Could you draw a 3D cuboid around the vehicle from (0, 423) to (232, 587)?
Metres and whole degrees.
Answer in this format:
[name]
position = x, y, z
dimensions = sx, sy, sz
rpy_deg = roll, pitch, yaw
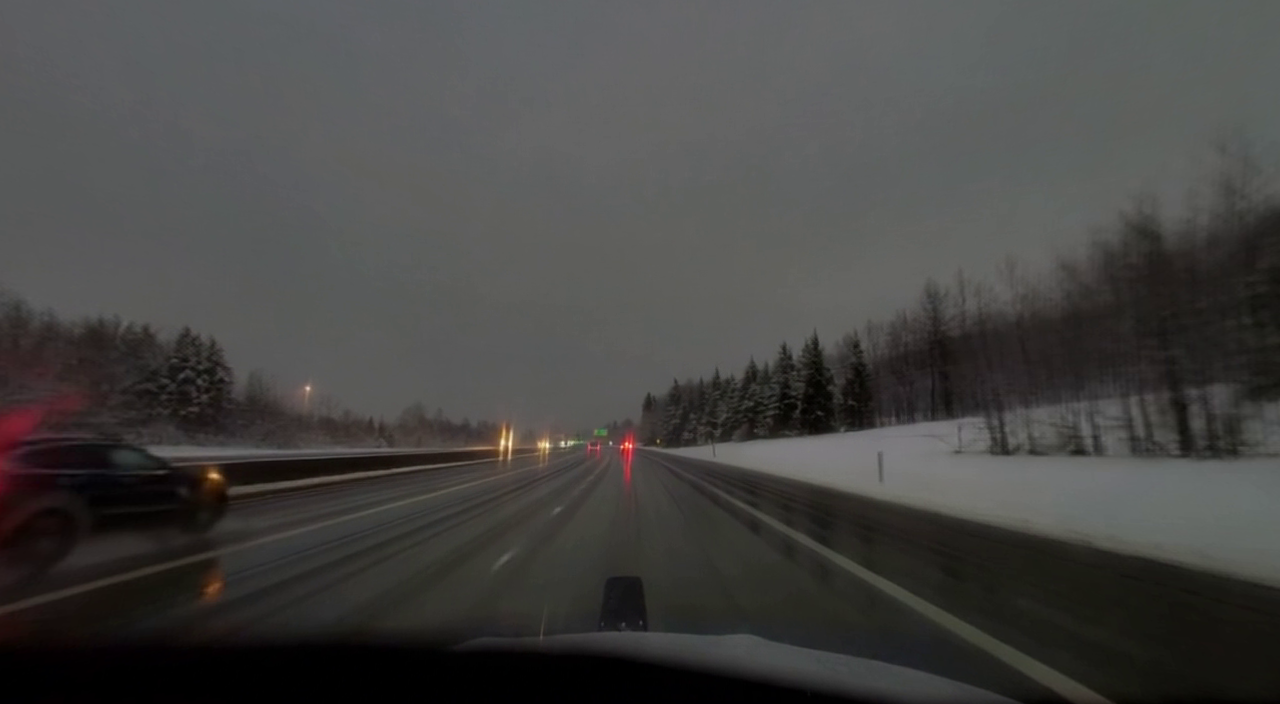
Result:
[vehicle]
position = -6.739, 1.508, 6.579
dimensions = 2.053, 1.452, 4.347
rpy_deg = 0, -8, 0
